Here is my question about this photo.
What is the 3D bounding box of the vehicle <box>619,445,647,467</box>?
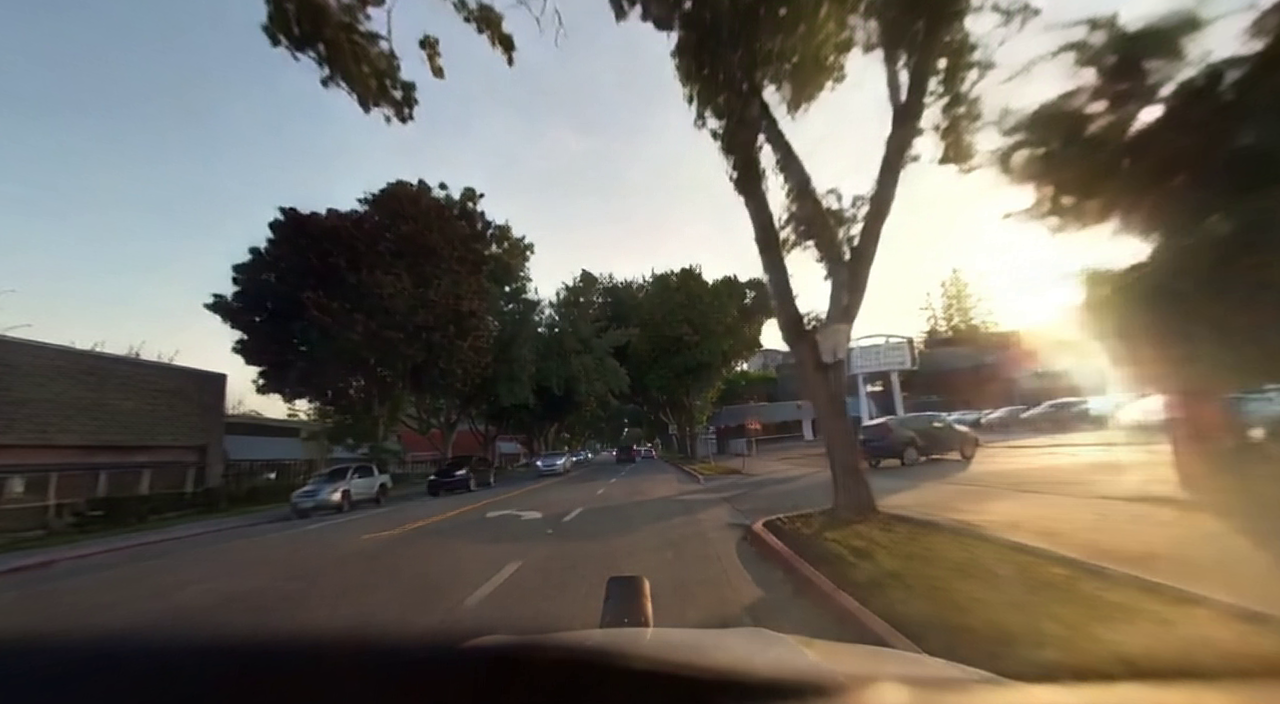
[{"bbox_3d":[-0.541,7.782,47.371,2.020,1.478,3.922,0,-8,-2],"label":"vehicle"}]

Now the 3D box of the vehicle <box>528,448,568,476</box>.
[{"bbox_3d":[-6.149,7.336,42.458,2.030,1.701,4.559,-1,-8,0],"label":"vehicle"}]

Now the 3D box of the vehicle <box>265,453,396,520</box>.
[{"bbox_3d":[-10.898,4.709,22.755,2.102,2.004,5.285,0,-8,-1],"label":"vehicle"}]

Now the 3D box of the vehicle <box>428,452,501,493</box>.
[{"bbox_3d":[-7.938,5.465,28.966,2.038,1.670,4.468,-1,-8,1],"label":"vehicle"}]
